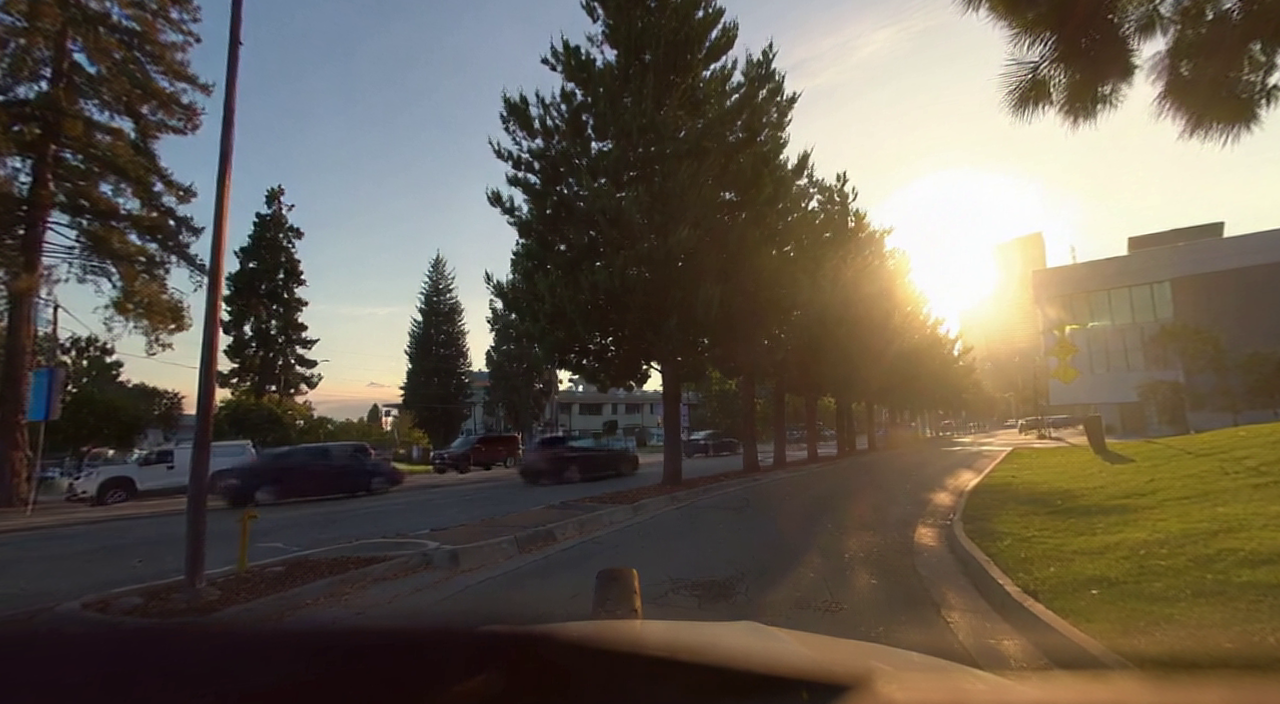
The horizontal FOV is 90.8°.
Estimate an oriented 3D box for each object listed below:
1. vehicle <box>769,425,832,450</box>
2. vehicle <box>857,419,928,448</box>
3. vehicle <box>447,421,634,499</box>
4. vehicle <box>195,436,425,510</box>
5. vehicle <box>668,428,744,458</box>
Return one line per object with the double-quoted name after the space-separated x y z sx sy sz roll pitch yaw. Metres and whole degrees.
11.047 5.869 43.324 2.146 1.555 4.810 -9 -12 41 "vehicle"
15.673 5.065 39.070 2.201 1.574 5.060 -11 -13 42 "vehicle"
-2.674 2.986 18.157 1.954 1.639 5.229 -9 -8 39 "vehicle"
-8.587 3.139 16.904 2.183 1.651 4.928 -8 -11 39 "vehicle"
4.228 5.708 40.096 2.313 1.688 5.015 -6 -8 40 "vehicle"
